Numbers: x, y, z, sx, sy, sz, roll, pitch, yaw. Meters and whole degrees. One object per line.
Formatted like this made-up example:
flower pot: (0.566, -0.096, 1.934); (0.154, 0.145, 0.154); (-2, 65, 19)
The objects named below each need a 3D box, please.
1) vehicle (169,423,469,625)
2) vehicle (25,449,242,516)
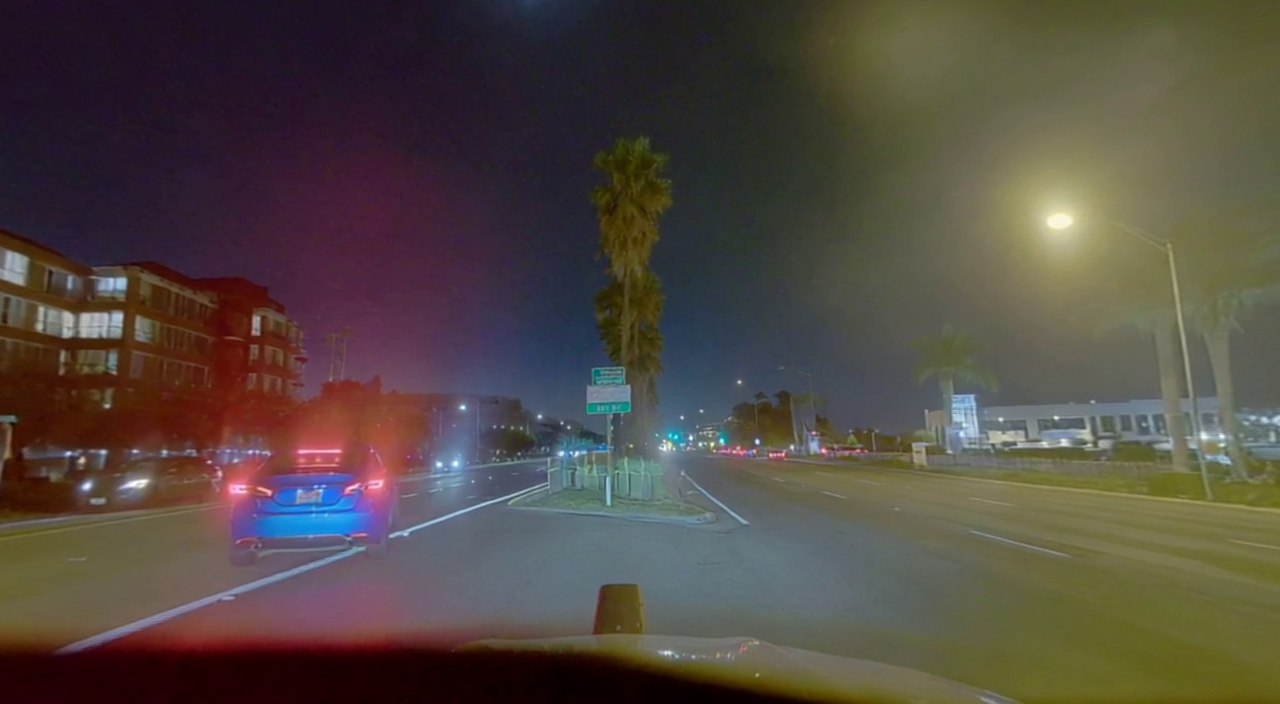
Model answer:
vehicle: (-3.801, 1.618, 7.035); (1.986, 1.473, 4.382); (7, -11, -39)
vehicle: (-12.974, 3.324, 16.706); (2.099, 1.464, 4.615); (0, -9, -4)
